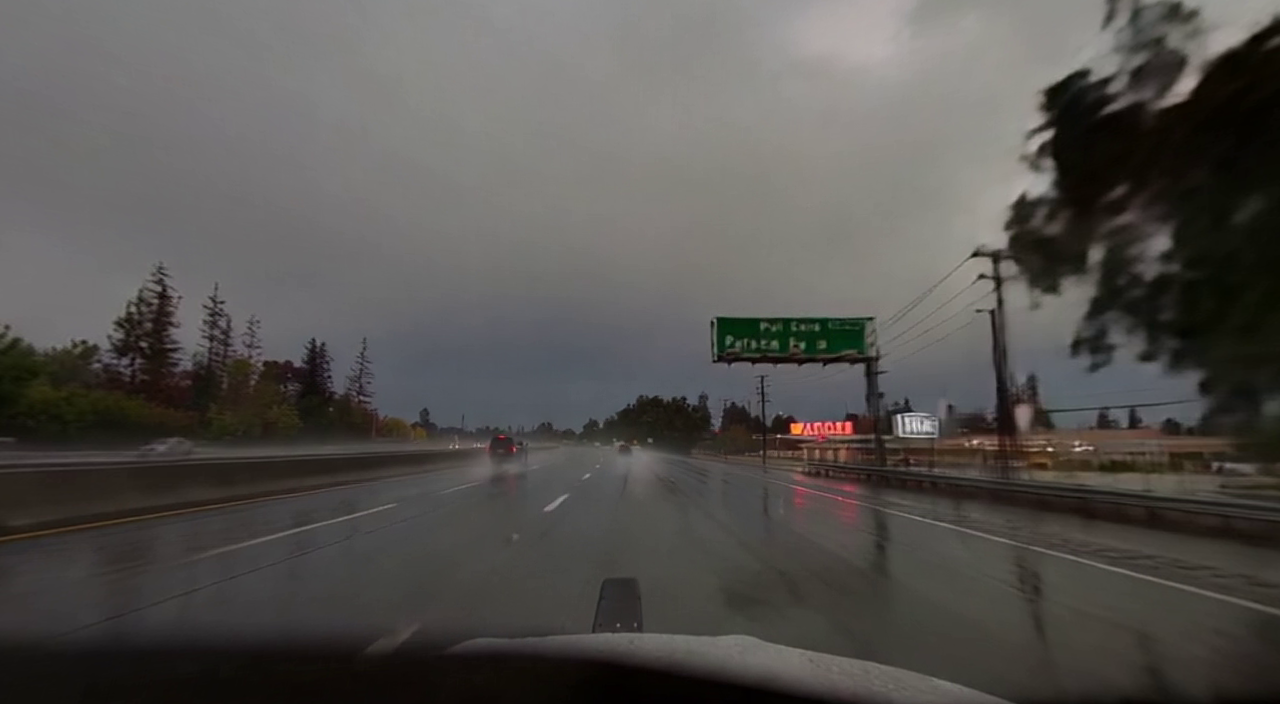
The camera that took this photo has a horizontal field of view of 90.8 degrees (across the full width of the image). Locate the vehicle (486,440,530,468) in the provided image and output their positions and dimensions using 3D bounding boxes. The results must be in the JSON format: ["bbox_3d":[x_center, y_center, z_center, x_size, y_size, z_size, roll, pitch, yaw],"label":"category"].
[{"bbox_3d":[-8.599,6.683,41.572,2.053,1.682,4.423,0,-8,-1],"label":"vehicle"}]
